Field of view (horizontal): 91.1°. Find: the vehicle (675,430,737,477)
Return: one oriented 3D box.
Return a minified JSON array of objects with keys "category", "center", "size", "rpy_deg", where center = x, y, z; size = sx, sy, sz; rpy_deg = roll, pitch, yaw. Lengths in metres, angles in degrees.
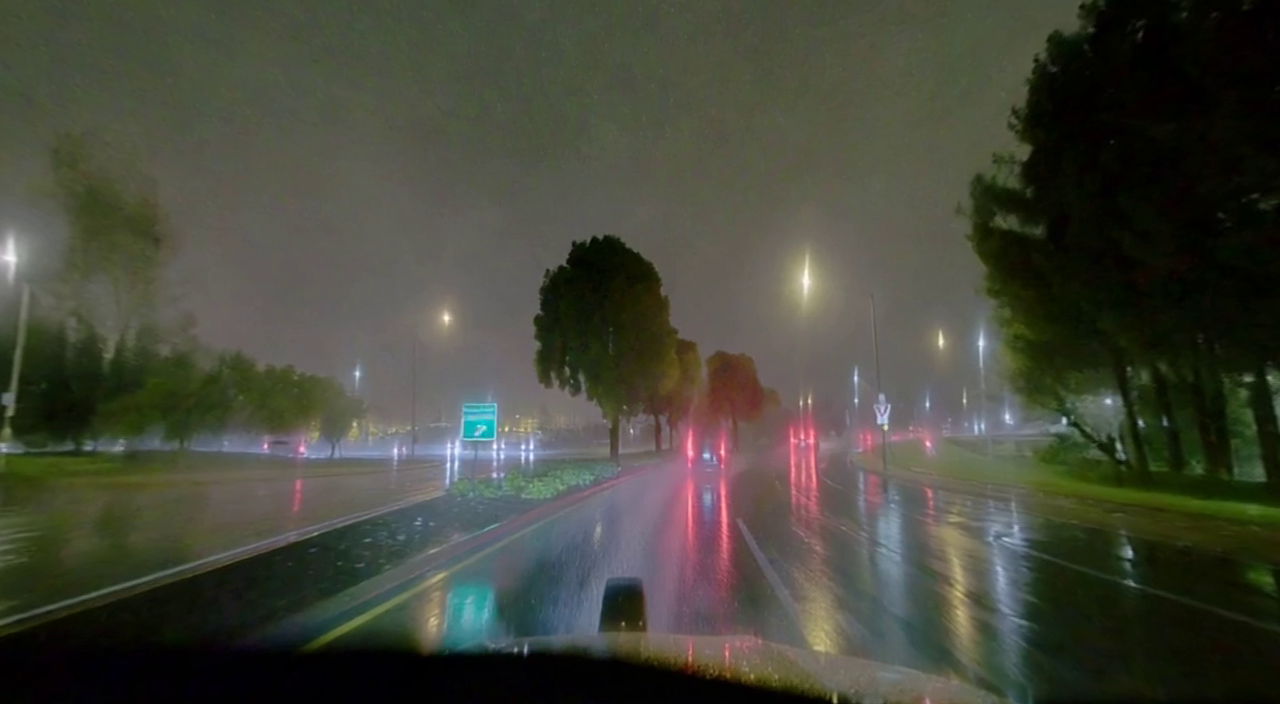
[{"category":"vehicle","center":[3.151,4.616,28.873],"size":[2.371,1.926,5.615],"rpy_deg":[-1,-9,10]}]
